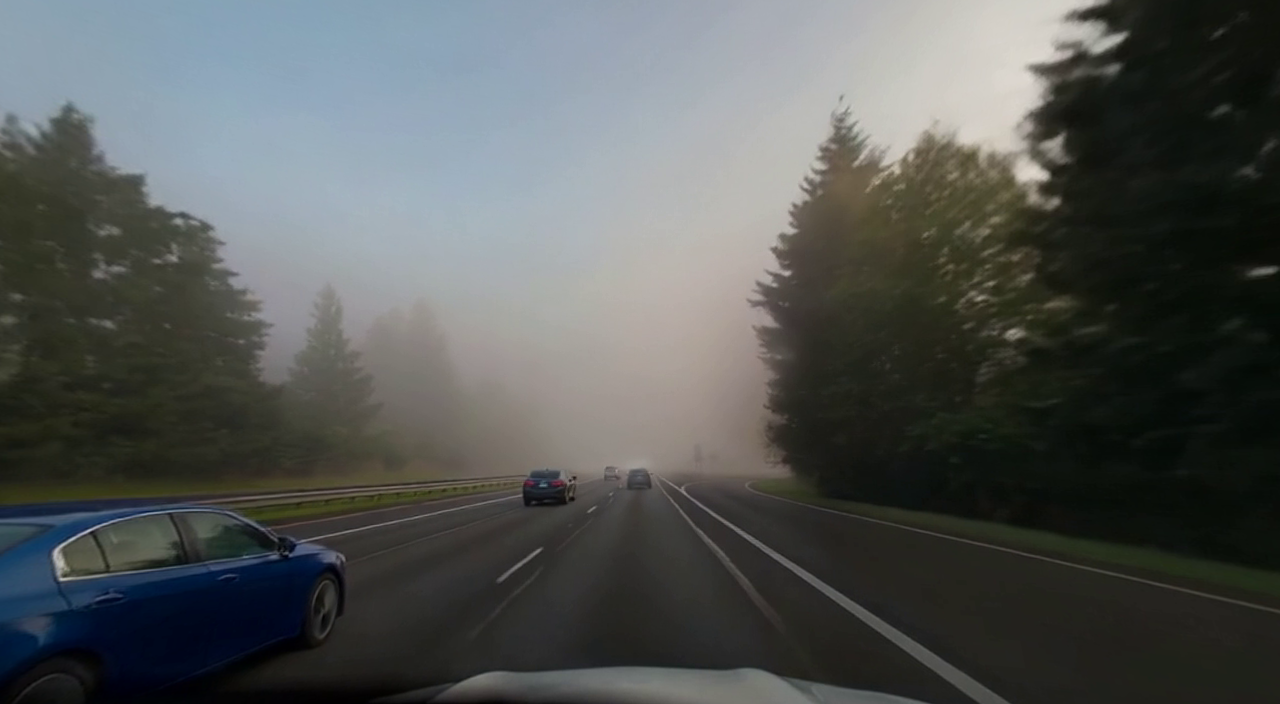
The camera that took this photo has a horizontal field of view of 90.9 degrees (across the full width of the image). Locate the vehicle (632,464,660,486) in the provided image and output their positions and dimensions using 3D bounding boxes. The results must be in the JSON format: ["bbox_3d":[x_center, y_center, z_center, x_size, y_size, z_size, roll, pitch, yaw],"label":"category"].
[{"bbox_3d":[0.485,9.623,49.252,2.065,1.596,3.869,1,-10,1],"label":"vehicle"}]

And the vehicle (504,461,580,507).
[{"bbox_3d":[-3.533,4.874,23.540,2.047,1.523,4.279,1,-10,1],"label":"vehicle"}]
